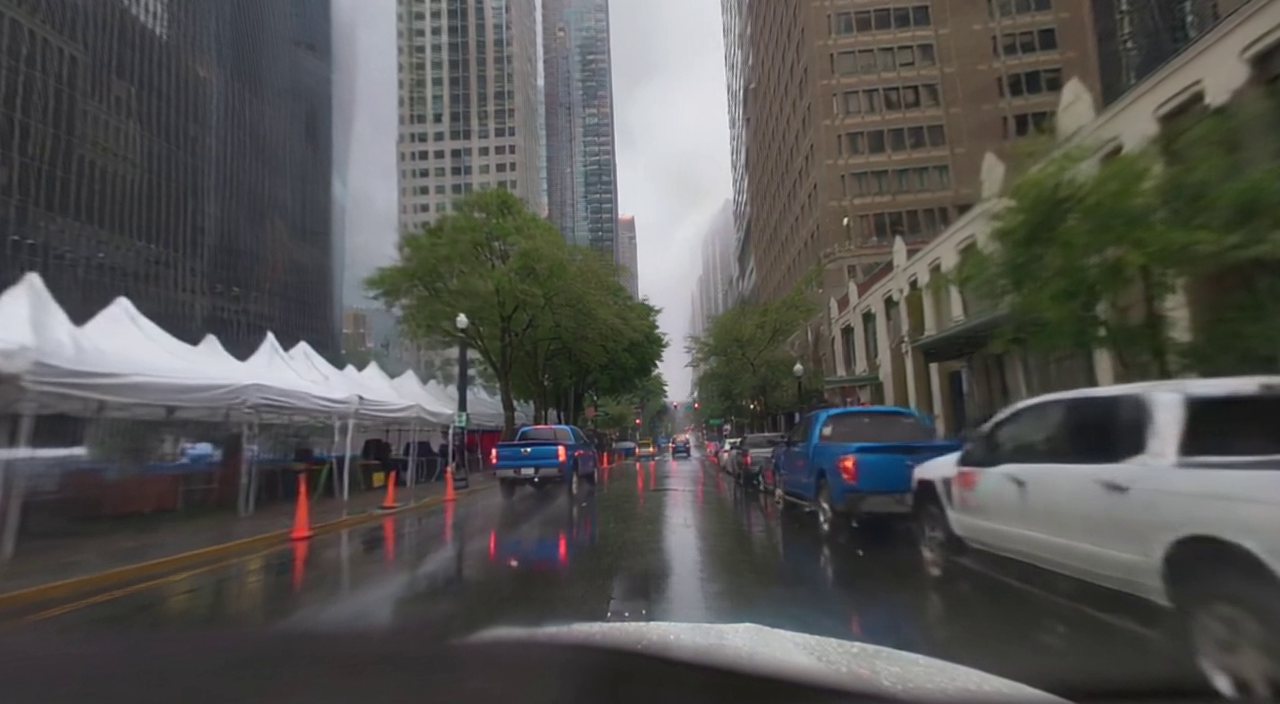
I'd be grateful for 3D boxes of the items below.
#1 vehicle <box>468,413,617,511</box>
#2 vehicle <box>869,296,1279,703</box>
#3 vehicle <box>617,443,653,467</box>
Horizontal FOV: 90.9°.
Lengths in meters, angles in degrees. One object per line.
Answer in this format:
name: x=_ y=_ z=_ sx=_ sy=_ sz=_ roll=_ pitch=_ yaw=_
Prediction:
vehicle: x=-2.084 y=2.659 z=15.614 sx=2.452 sy=1.954 sz=5.653 roll=-1 pitch=-9 yaw=4
vehicle: x=3.472 y=0.960 z=4.219 sx=2.057 sy=1.797 sz=4.734 roll=0 pitch=-9 yaw=0
vehicle: x=-0.282 y=6.863 z=42.046 sx=1.895 sy=1.489 sz=4.328 roll=-1 pitch=-9 yaw=6
